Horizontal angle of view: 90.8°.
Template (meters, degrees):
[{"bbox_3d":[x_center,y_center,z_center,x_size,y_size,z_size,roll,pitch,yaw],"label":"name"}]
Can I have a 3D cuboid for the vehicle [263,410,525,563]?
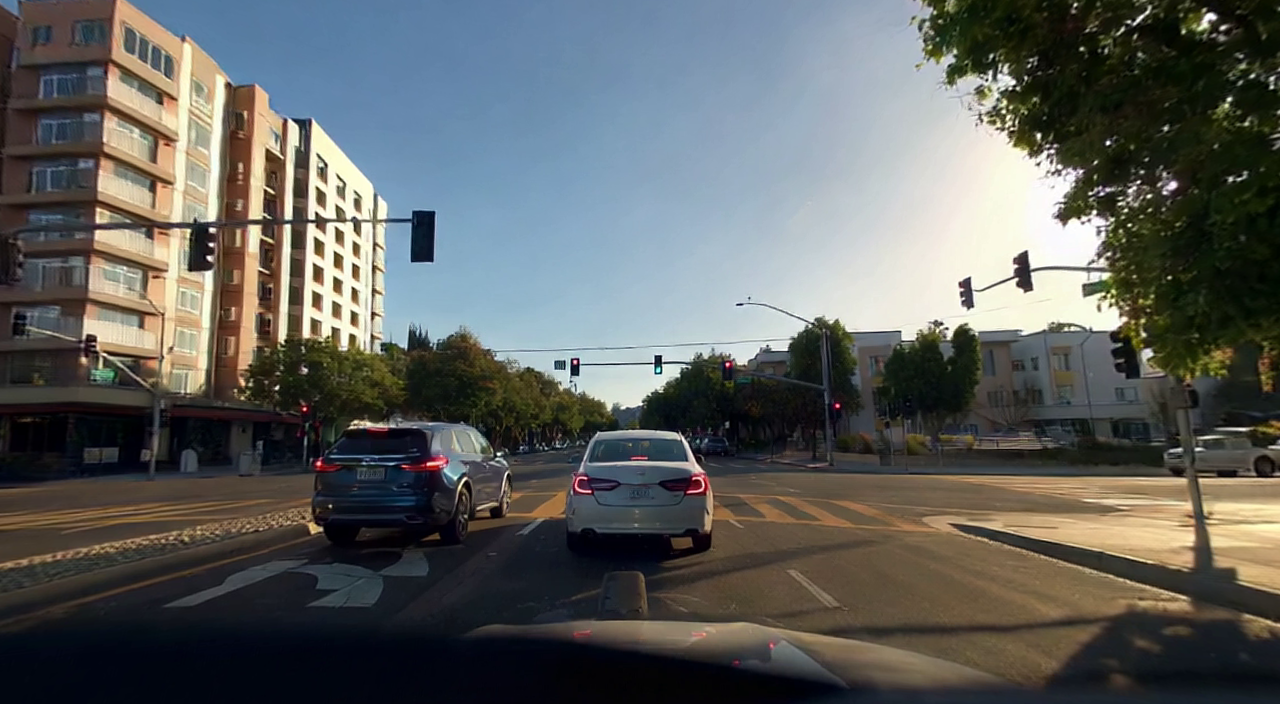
[{"bbox_3d":[-3.200,1.857,9.446,2.081,1.719,4.434,0,-8,0],"label":"vehicle"}]

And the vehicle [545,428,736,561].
[{"bbox_3d":[0.004,1.931,9.258,2.190,1.522,3.850,0,-8,0],"label":"vehicle"}]
